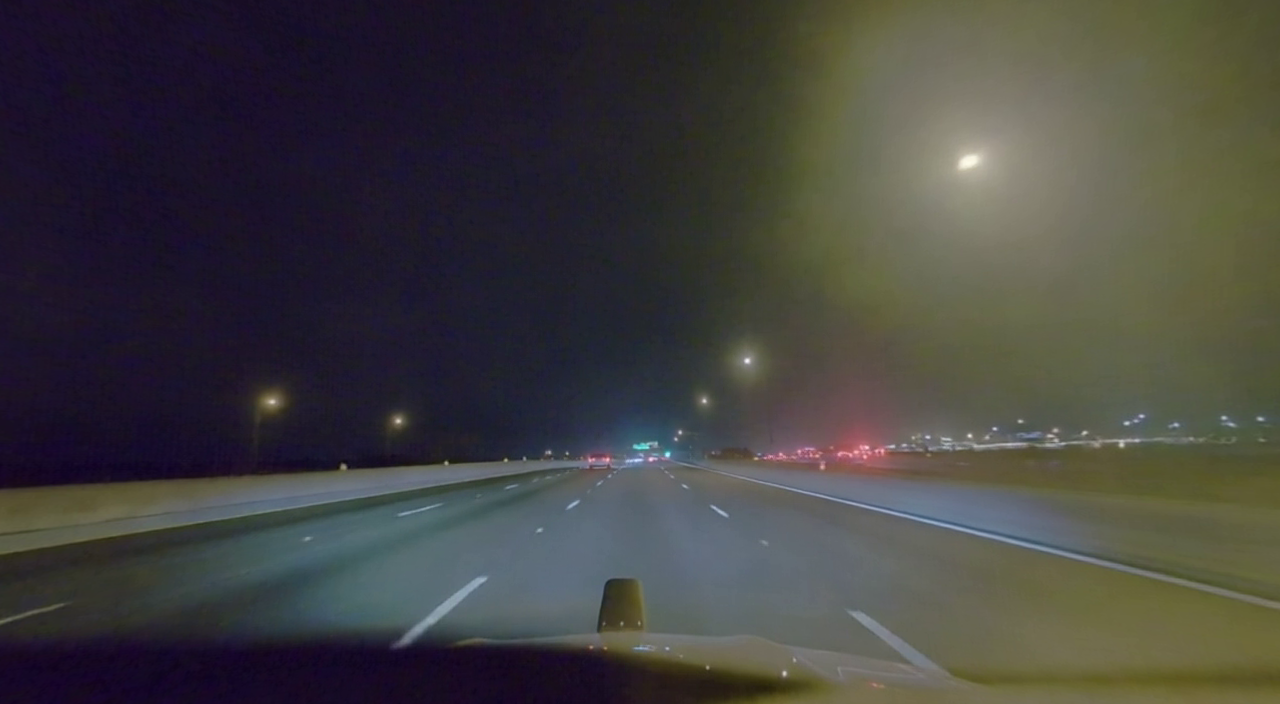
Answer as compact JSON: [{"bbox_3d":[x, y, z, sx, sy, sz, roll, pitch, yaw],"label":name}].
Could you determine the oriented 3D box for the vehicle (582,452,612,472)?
[{"bbox_3d":[-3.321,8.645,49.639,2.041,1.512,3.996,0,-9,0],"label":"vehicle"}]
